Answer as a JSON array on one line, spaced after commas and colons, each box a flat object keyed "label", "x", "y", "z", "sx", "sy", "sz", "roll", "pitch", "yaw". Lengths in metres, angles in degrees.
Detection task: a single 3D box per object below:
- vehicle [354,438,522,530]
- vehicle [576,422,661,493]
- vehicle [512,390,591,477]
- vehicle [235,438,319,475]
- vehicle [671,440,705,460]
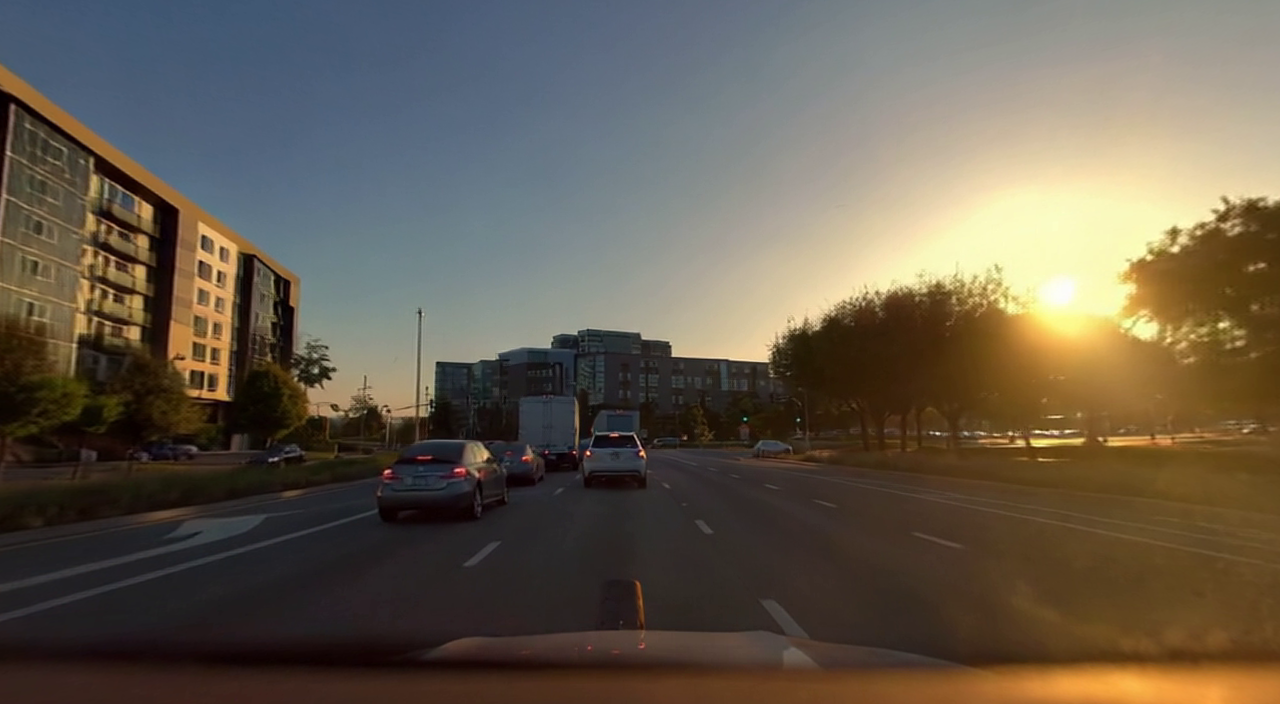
[{"label": "vehicle", "x": -3.654, "y": 2.433, "z": 12.342, "sx": 1.904, "sy": 1.460, "sz": 4.300, "roll": 0, "pitch": -8, "yaw": -1}, {"label": "vehicle", "x": -0.660, "y": 3.155, "z": 19.224, "sx": 2.260, "sy": 1.872, "sz": 4.578, "roll": 0, "pitch": -8, "yaw": -2}, {"label": "vehicle", "x": -4.380, "y": 4.526, "z": 34.277, "sx": 2.918, "sy": 3.741, "sz": 13.683, "roll": 0, "pitch": -8, "yaw": -3}, {"label": "vehicle", "x": -19.683, "y": 5.684, "z": 34.516, "sx": 2.089, "sy": 1.861, "sz": 4.615, "roll": 1, "pitch": -8, "yaw": -4}, {"label": "vehicle", "x": 3.732, "y": 7.626, "z": 49.365, "sx": 1.967, "sy": 1.480, "sz": 4.286, "roll": 1, "pitch": -8, "yaw": -5}]
